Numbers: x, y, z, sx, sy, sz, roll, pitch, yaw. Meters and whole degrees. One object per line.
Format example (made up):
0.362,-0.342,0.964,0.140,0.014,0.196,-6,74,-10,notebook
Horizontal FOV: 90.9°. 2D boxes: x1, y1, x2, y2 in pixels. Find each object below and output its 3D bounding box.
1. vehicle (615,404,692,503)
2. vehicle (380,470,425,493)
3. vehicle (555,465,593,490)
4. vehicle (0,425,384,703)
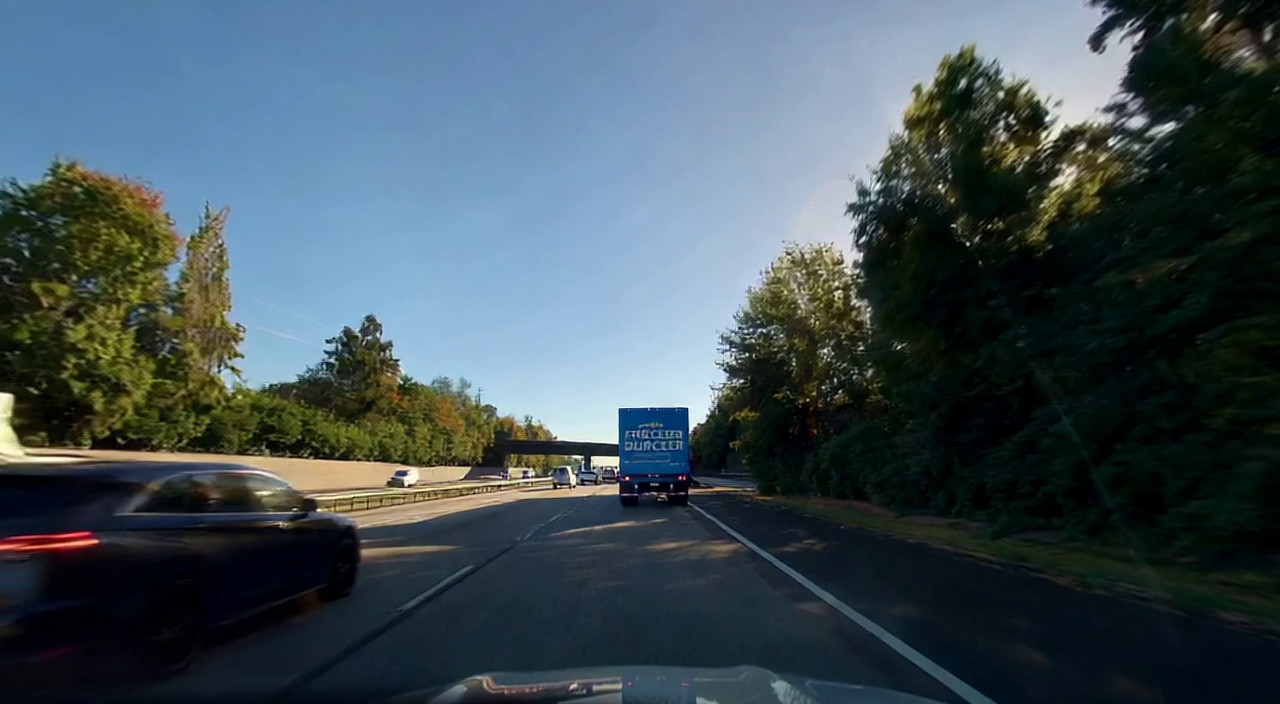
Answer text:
0.469,4.848,29.595,2.980,3.834,9.423,1,-10,-1,vehicle
-16.319,8.873,43.408,1.762,1.459,3.631,1,-10,-2,vehicle
-4.350,8.346,42.166,2.060,1.535,4.109,1,-10,1,vehicle
-4.089,1.509,5.199,1.978,1.516,4.617,1,-10,0,vehicle
